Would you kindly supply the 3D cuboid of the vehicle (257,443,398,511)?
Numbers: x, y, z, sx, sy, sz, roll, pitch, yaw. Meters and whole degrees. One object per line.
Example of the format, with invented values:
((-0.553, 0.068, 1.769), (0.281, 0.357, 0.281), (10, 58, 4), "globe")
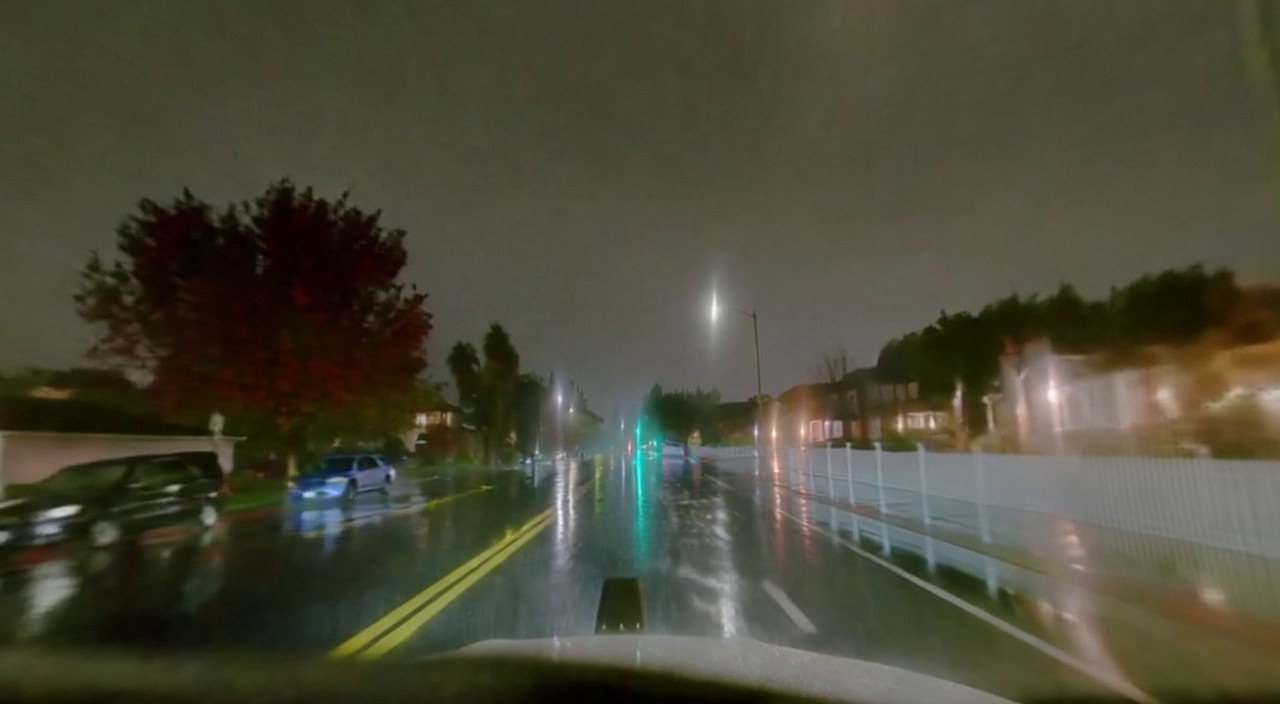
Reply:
((-11.119, 4.405, 23.081), (2.241, 1.944, 5.709), (-4, -8, 0), "vehicle")

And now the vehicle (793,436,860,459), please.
((14.369, 7.349, 48.849), (4.635, 1.706, 1.954), (0, -8, 3), "vehicle")

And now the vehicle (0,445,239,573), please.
((-11.079, 2.945, 12.782), (2.341, 1.835, 5.570), (-3, -7, 0), "vehicle")
